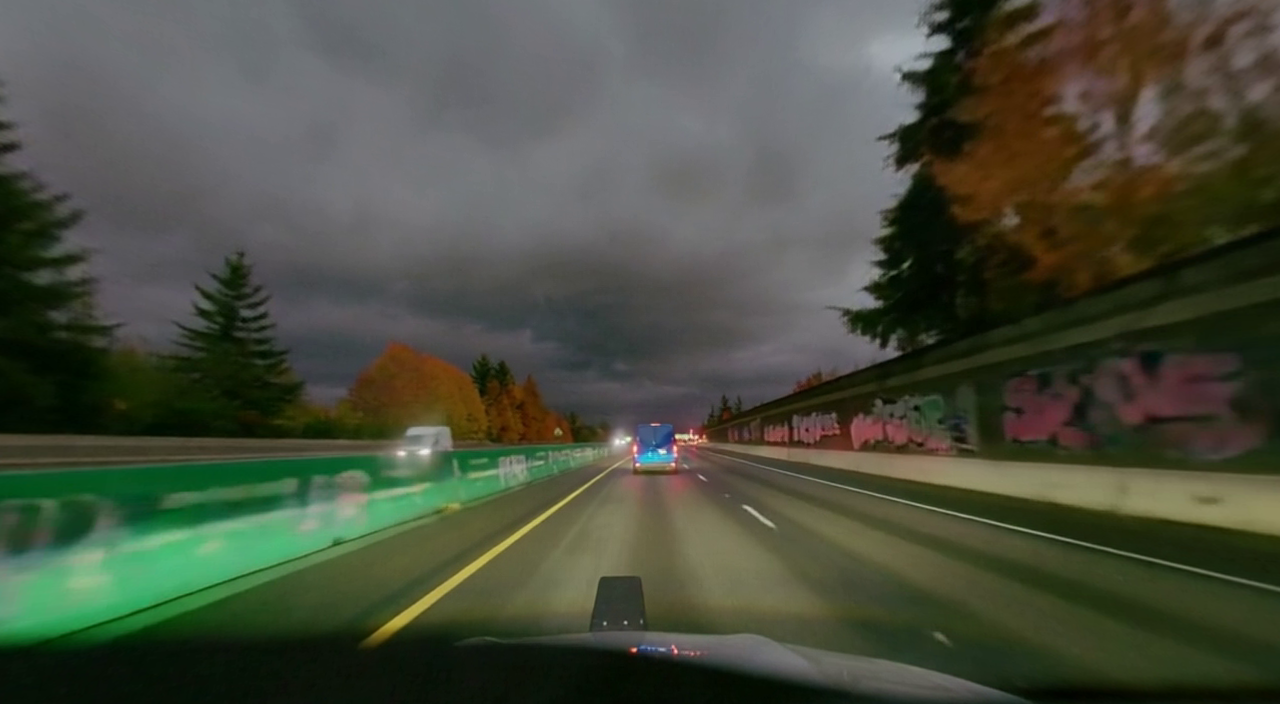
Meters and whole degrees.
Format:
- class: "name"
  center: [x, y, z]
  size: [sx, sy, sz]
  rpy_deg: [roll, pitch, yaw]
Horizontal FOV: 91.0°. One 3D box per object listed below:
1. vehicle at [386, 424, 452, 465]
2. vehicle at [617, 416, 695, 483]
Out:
- class: "vehicle"
  center: [-15.762, 6.640, 45.222]
  size: [2.356, 2.698, 5.982]
  rpy_deg: [0, -8, 2]
- class: "vehicle"
  center: [0.482, 3.197, 20.773]
  size: [2.283, 1.956, 4.421]
  rpy_deg: [0, -8, 0]
